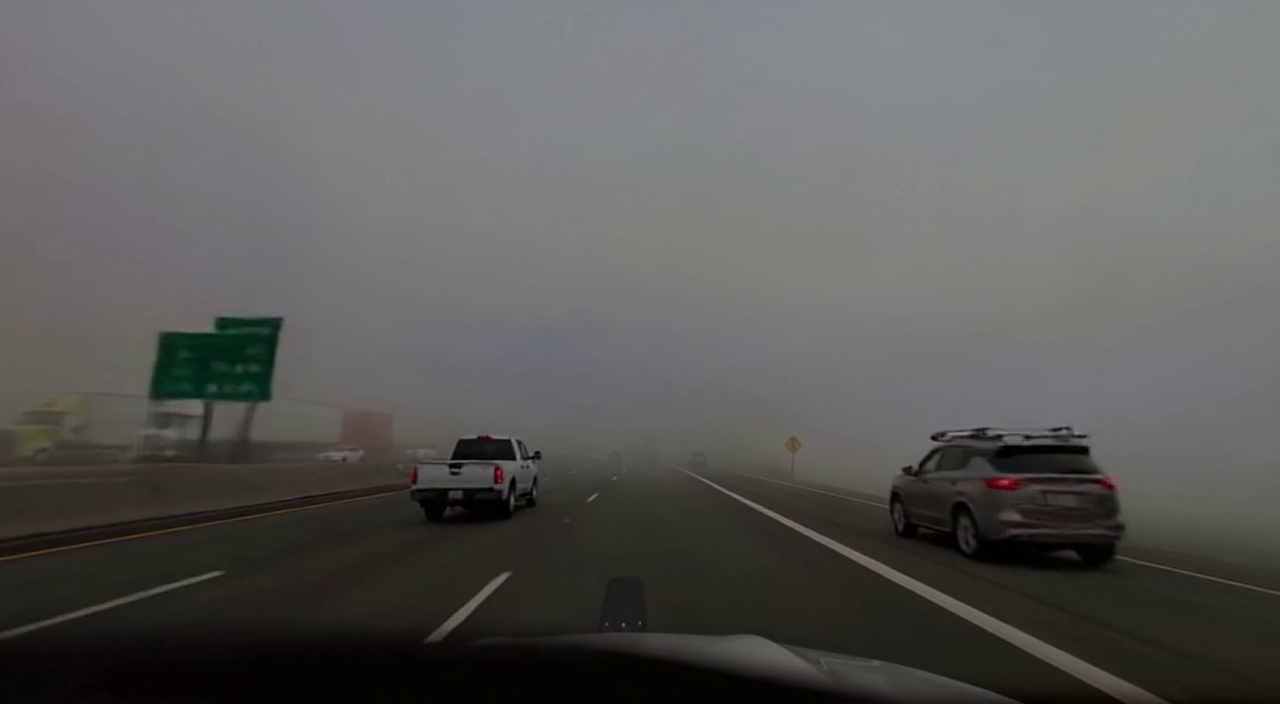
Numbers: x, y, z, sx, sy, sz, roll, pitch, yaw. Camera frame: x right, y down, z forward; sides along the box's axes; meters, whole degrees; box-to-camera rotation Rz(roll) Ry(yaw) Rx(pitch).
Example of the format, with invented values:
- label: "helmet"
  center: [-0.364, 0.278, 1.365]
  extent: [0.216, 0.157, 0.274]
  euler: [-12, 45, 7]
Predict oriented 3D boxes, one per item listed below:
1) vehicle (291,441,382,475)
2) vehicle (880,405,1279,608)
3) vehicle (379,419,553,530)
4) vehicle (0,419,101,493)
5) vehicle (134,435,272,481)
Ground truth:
- label: "vehicle"
  center: [-13.663, 4.789, 28.635]
  extent: [1.951, 1.428, 4.206]
  euler: [0, -9, 1]
- label: "vehicle"
  center: [4.848, 1.657, 7.607]
  extent: [2.080, 1.725, 4.252]
  euler: [0, -9, -2]
- label: "vehicle"
  center: [-3.426, 2.573, 13.740]
  extent: [2.220, 1.928, 5.176]
  euler: [0, -9, 1]
- label: "vehicle"
  center: [-14.166, 2.139, 13.185]
  extent: [1.874, 1.513, 4.268]
  euler: [2, -10, 1]
- label: "vehicle"
  center: [-14.588, 3.571, 21.337]
  extent: [1.860, 1.424, 3.811]
  euler: [0, -9, 1]
